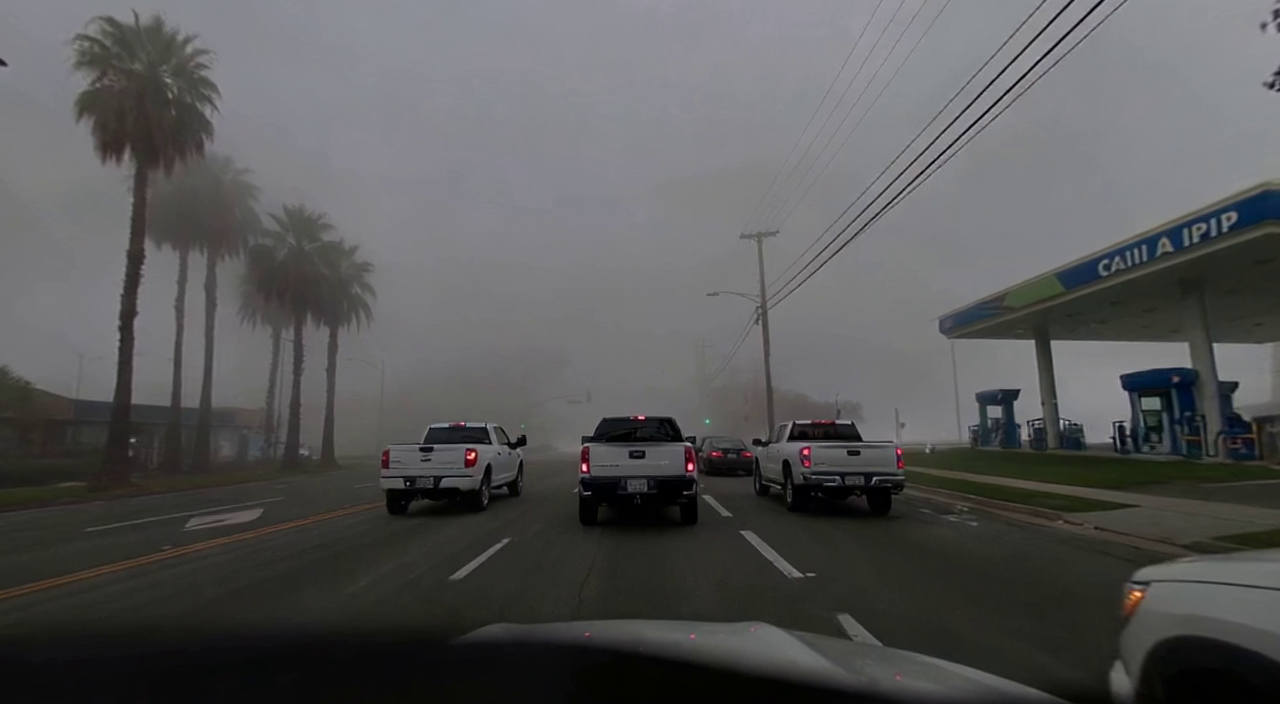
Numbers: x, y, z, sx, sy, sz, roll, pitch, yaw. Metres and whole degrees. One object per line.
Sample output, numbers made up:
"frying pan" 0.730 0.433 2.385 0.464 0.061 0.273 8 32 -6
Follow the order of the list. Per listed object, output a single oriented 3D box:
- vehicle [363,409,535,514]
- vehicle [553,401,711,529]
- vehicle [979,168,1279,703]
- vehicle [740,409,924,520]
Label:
"vehicle" -3.685 2.227 13.183 2.071 1.811 4.605 0 -8 1
"vehicle" -0.062 2.042 11.919 2.295 1.835 5.471 0 -8 1
"vehicle" 2.650 0.346 0.106 2.309 1.975 5.421 0 -8 2
"vehicle" 3.629 2.272 13.220 2.120 1.828 5.531 0 -8 0
